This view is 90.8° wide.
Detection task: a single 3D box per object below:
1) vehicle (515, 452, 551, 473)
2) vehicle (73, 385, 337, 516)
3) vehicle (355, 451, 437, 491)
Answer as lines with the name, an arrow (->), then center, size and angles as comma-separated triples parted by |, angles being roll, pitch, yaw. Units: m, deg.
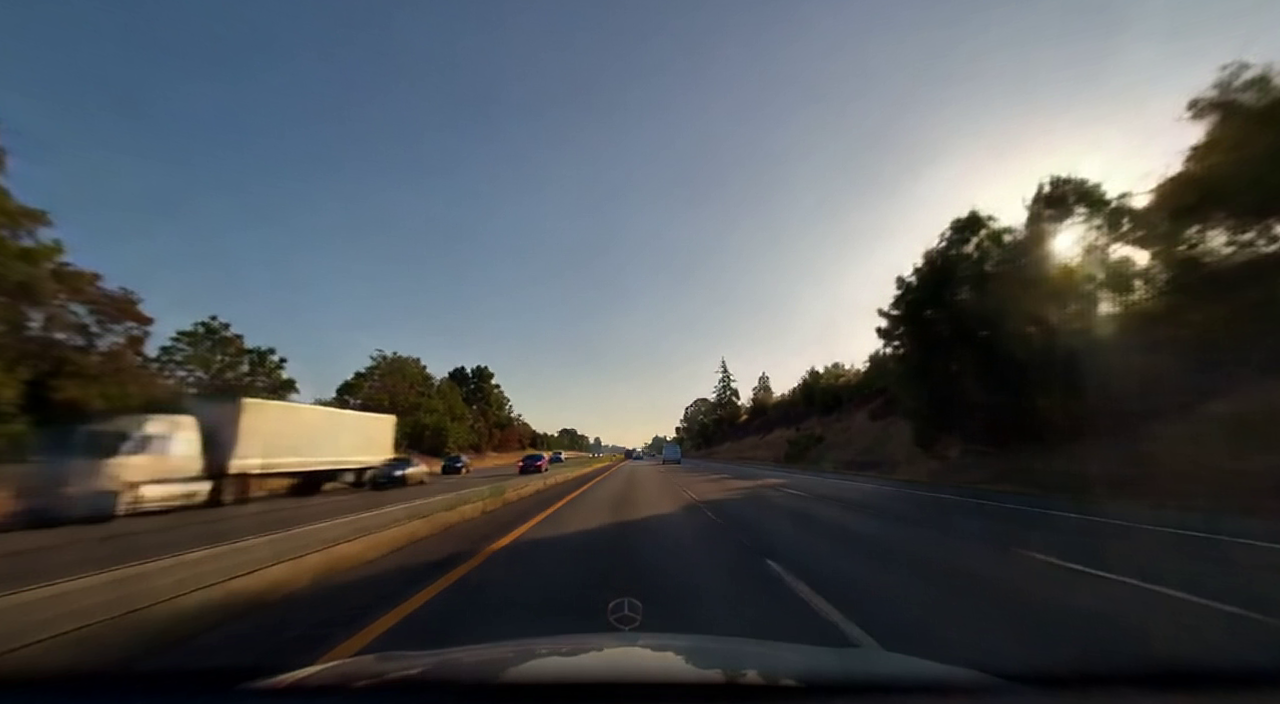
vehicle -> -8.202, 8.468, 48.732 | 2.029, 1.506, 4.335 | 0, -9, 1
vehicle -> -16.020, 3.848, 24.903 | 2.947, 4.041, 10.415 | 0, -9, 0
vehicle -> -11.703, 5.710, 30.704 | 2.072, 1.763, 4.797 | 0, -9, 0
